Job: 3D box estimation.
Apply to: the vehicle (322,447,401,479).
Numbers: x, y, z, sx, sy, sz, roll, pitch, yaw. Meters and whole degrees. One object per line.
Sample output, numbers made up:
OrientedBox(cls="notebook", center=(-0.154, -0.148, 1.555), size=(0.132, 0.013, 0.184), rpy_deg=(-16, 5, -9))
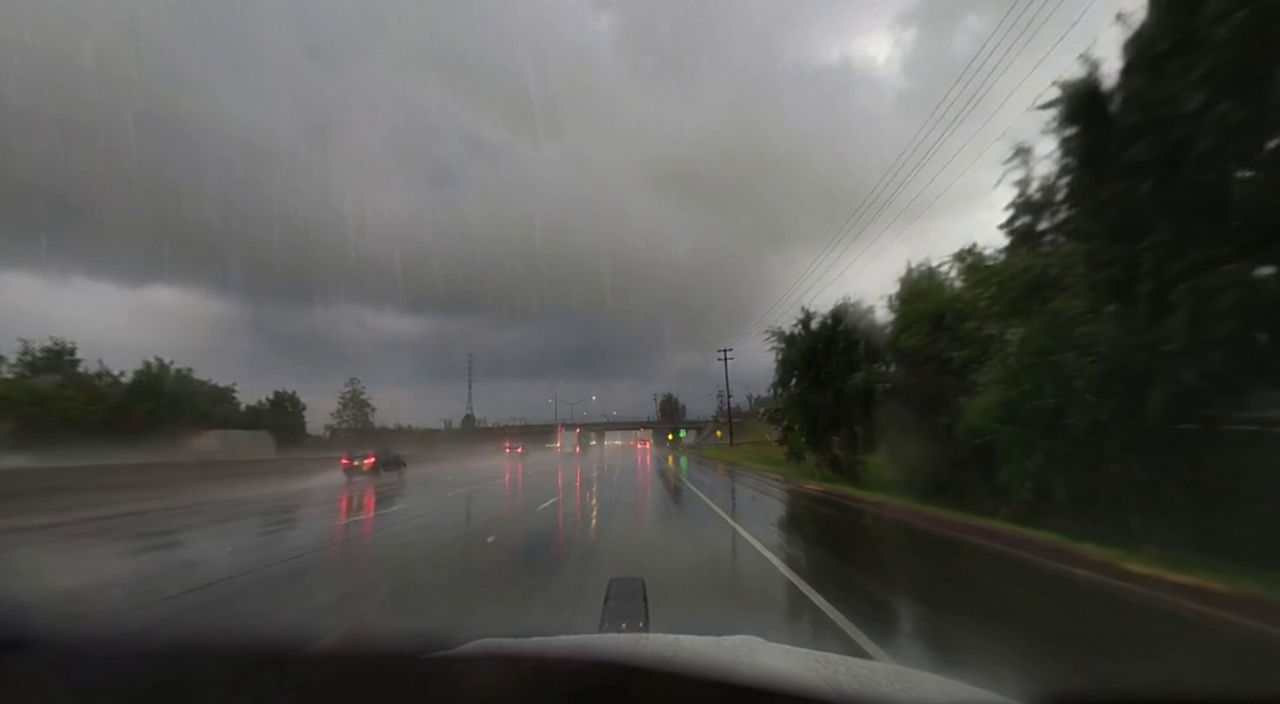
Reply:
OrientedBox(cls="vehicle", center=(-14.277, 5.669, 32.585), size=(1.988, 1.477, 4.442), rpy_deg=(0, -8, 1))
